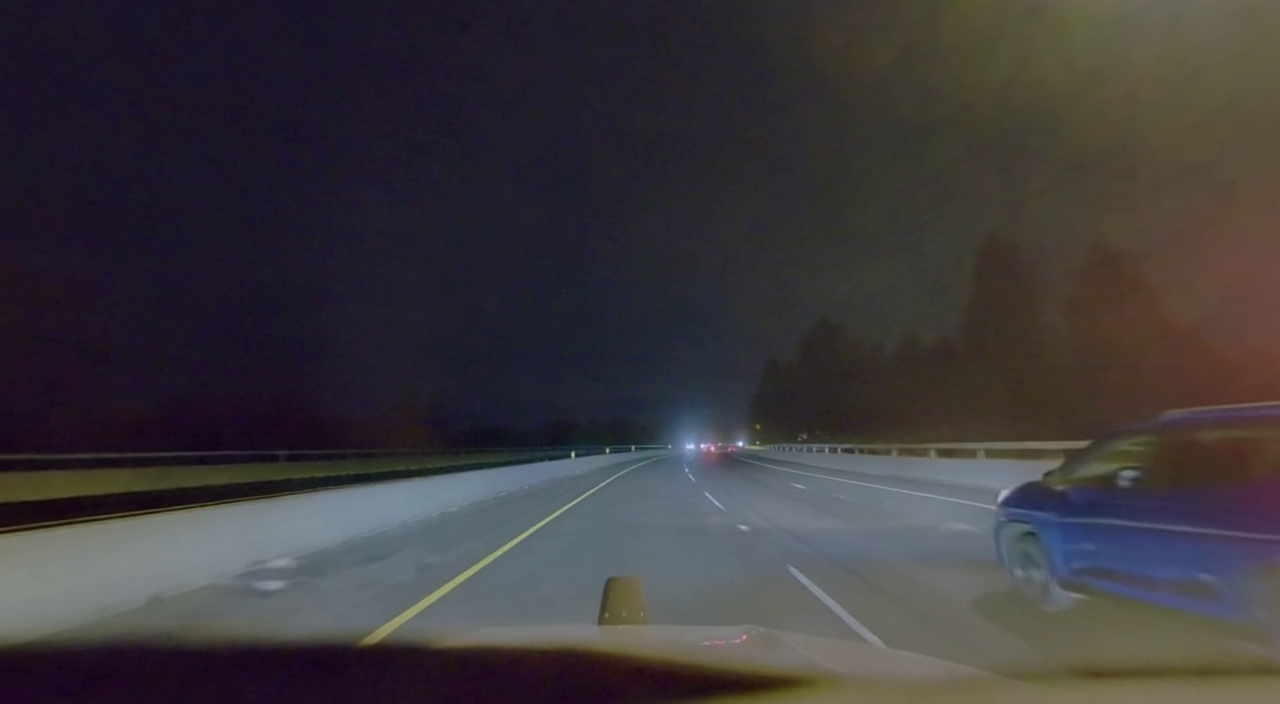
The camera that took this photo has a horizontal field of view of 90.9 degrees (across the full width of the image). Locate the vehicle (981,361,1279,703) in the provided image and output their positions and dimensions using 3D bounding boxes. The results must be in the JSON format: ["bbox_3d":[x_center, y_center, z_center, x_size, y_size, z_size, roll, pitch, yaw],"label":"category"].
[{"bbox_3d":[4.152,0.980,3.448,2.143,1.730,4.303,0,-9,0],"label":"vehicle"}]
